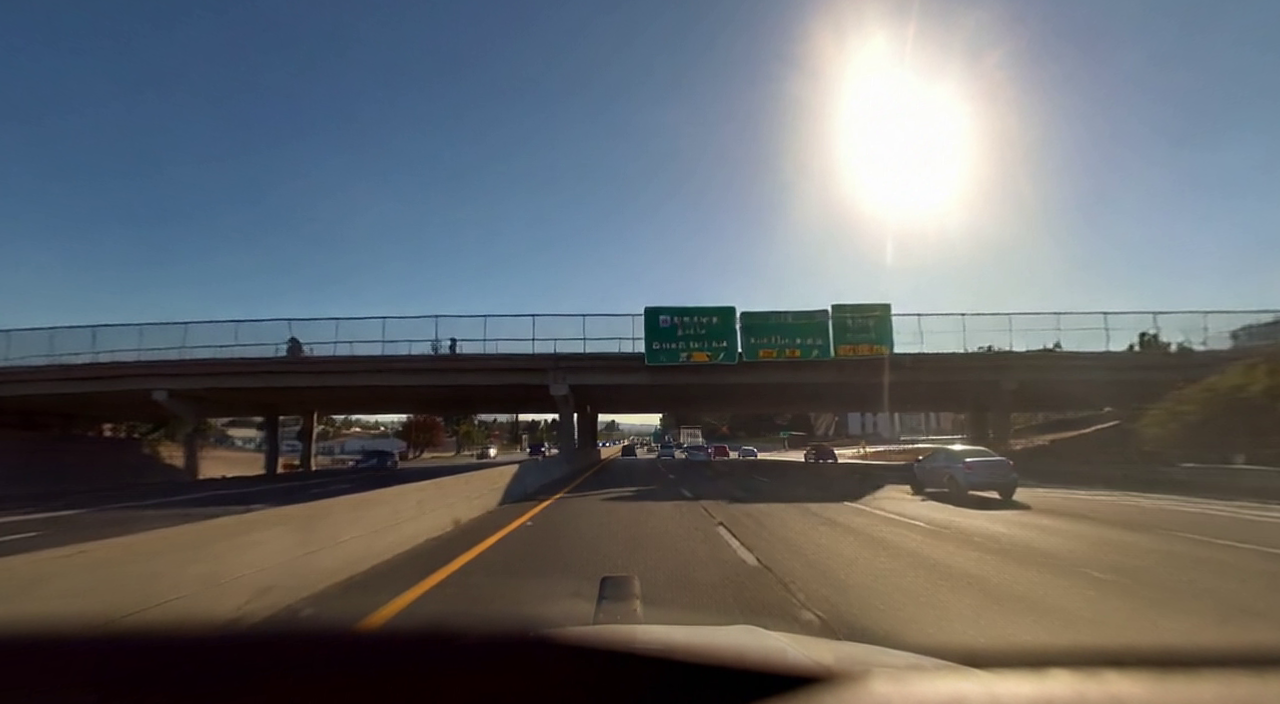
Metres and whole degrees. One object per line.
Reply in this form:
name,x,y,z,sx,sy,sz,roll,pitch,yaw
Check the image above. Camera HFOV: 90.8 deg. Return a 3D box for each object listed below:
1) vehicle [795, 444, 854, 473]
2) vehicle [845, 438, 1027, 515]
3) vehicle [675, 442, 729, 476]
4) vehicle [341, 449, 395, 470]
vehicle,9.973,5.761,34.496,1.838,1.440,4.121,0,-8,-2
vehicle,6.553,2.778,14.692,1.952,1.489,4.483,0,-8,-2
vehicle,2.865,5.076,30.340,1.993,1.507,4.594,0,-8,-2
vehicle,-20.876,8.266,48.711,2.057,1.475,4.785,0,-8,0
